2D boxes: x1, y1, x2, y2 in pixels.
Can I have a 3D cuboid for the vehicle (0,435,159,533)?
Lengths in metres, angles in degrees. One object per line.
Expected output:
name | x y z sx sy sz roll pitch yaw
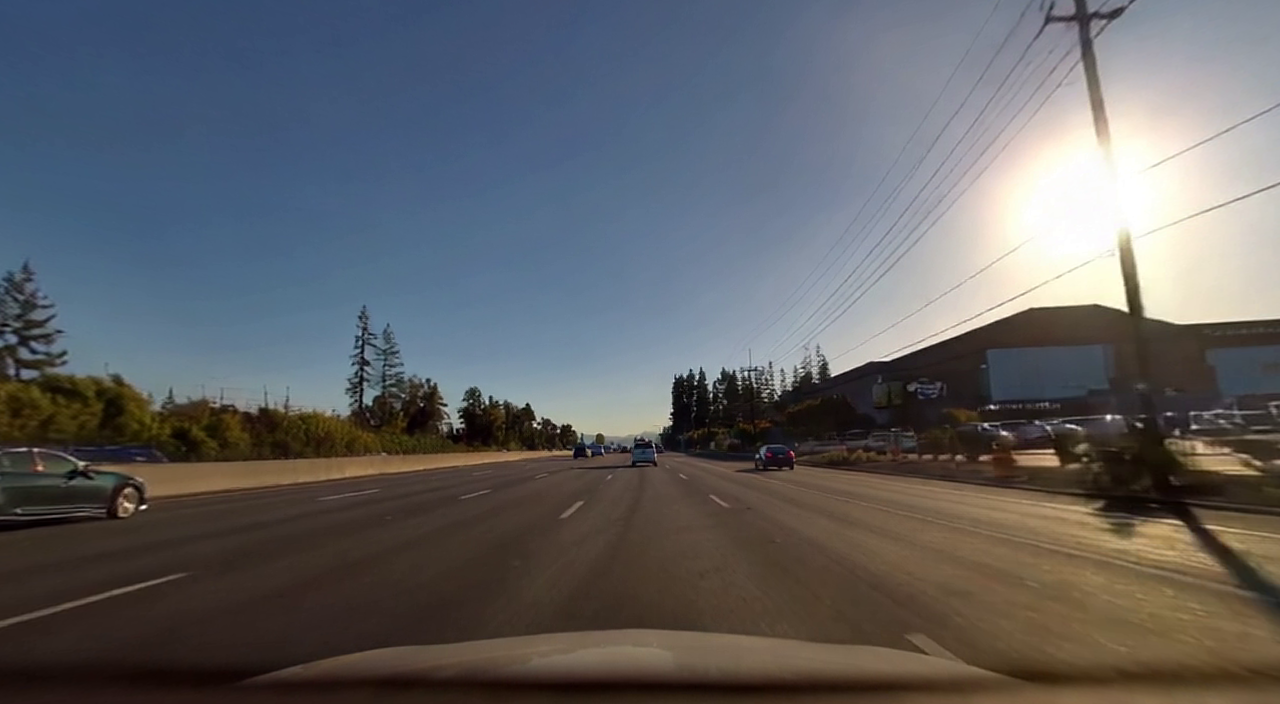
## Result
vehicle | -10.935 2.212 10.851 1.931 1.515 4.192 0 -8 1

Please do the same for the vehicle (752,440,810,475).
vehicle | 7.294 5.495 33.038 1.937 1.698 4.322 0 -8 -2
